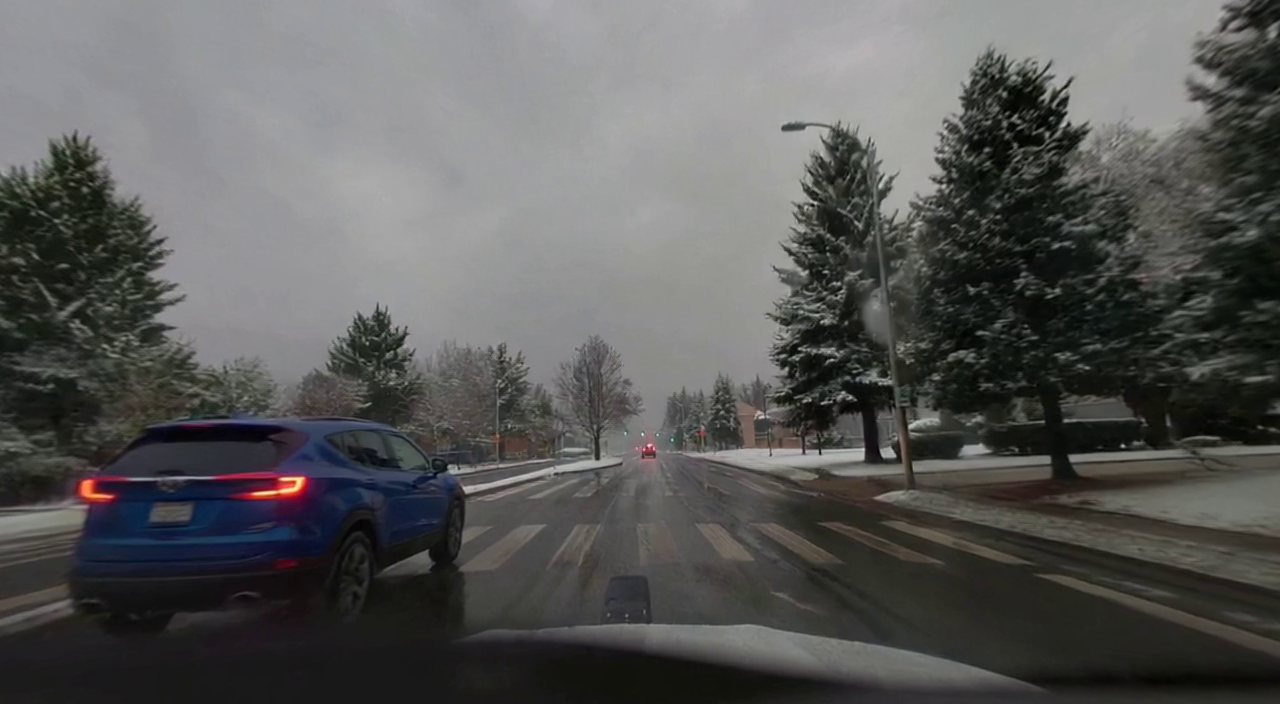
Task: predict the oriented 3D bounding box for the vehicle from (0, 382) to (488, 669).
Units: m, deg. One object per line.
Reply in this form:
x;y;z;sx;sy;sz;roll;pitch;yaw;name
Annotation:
-3.257;1.460;6.552;2.251;1.800;4.959;0;-8;-2;vehicle
